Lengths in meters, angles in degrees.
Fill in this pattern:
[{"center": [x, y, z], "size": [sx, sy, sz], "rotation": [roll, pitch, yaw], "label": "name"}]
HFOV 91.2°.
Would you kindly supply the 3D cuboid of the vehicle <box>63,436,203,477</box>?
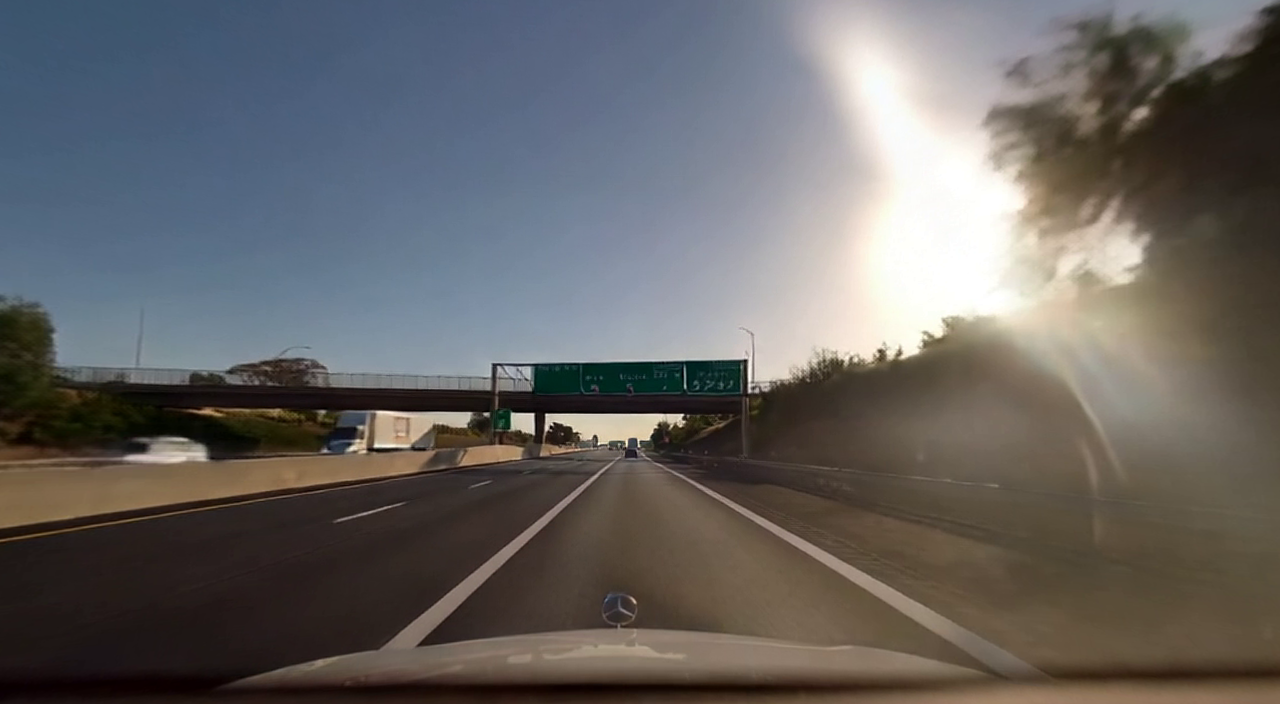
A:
[{"center": [-21.180, 4.366, 26.475], "size": [2.086, 1.558, 4.458], "rotation": [0, -8, 1], "label": "vehicle"}]
